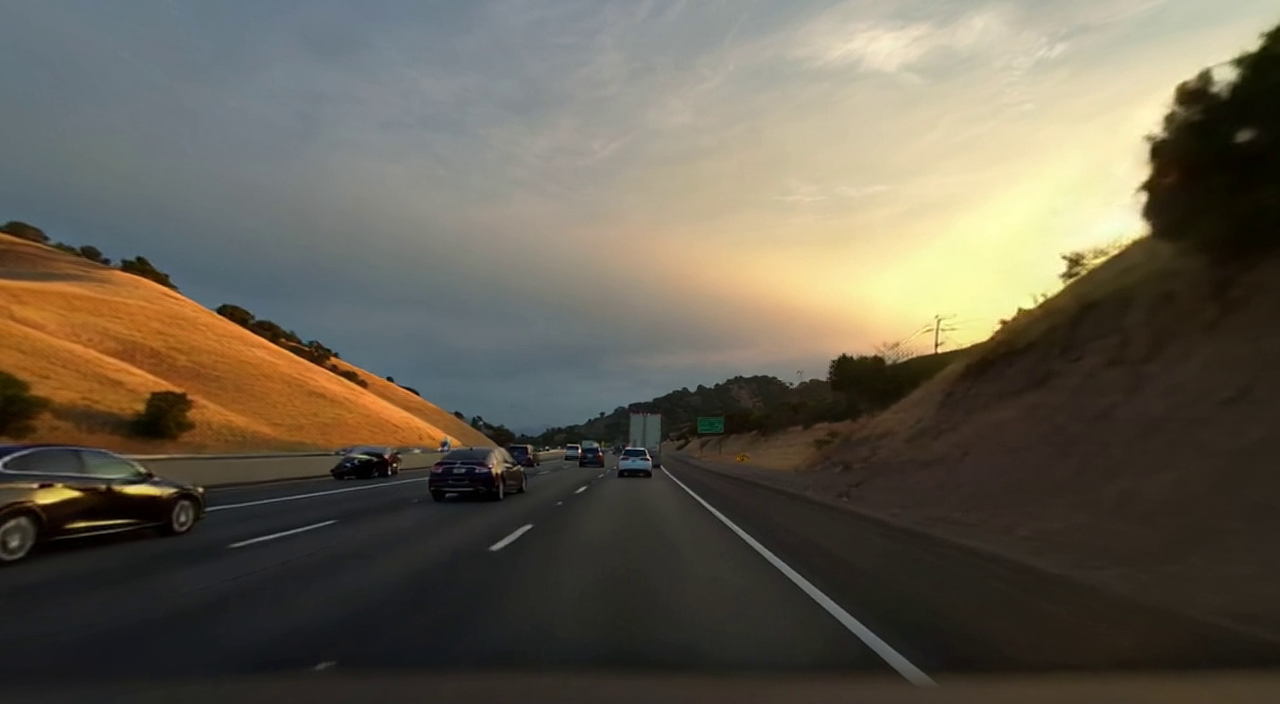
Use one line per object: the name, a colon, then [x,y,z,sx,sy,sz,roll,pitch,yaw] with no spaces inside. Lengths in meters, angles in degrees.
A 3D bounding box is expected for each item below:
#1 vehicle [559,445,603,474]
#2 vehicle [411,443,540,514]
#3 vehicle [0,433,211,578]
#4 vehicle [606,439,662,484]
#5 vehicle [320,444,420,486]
vehicle: [-3.540,6.587,38.843,2.155,1.661,4.477,0,-9,1]
vehicle: [-3.884,3.061,15.811,1.943,1.468,4.547,1,-9,1]
vehicle: [-7.713,1.752,7.586,2.029,1.507,4.204,1,-9,1]
vehicle: [-0.245,4.814,27.958,2.281,1.795,4.297,1,-9,0]
vehicle: [-10.708,4.489,25.402,1.950,1.507,4.527,1,-9,1]
